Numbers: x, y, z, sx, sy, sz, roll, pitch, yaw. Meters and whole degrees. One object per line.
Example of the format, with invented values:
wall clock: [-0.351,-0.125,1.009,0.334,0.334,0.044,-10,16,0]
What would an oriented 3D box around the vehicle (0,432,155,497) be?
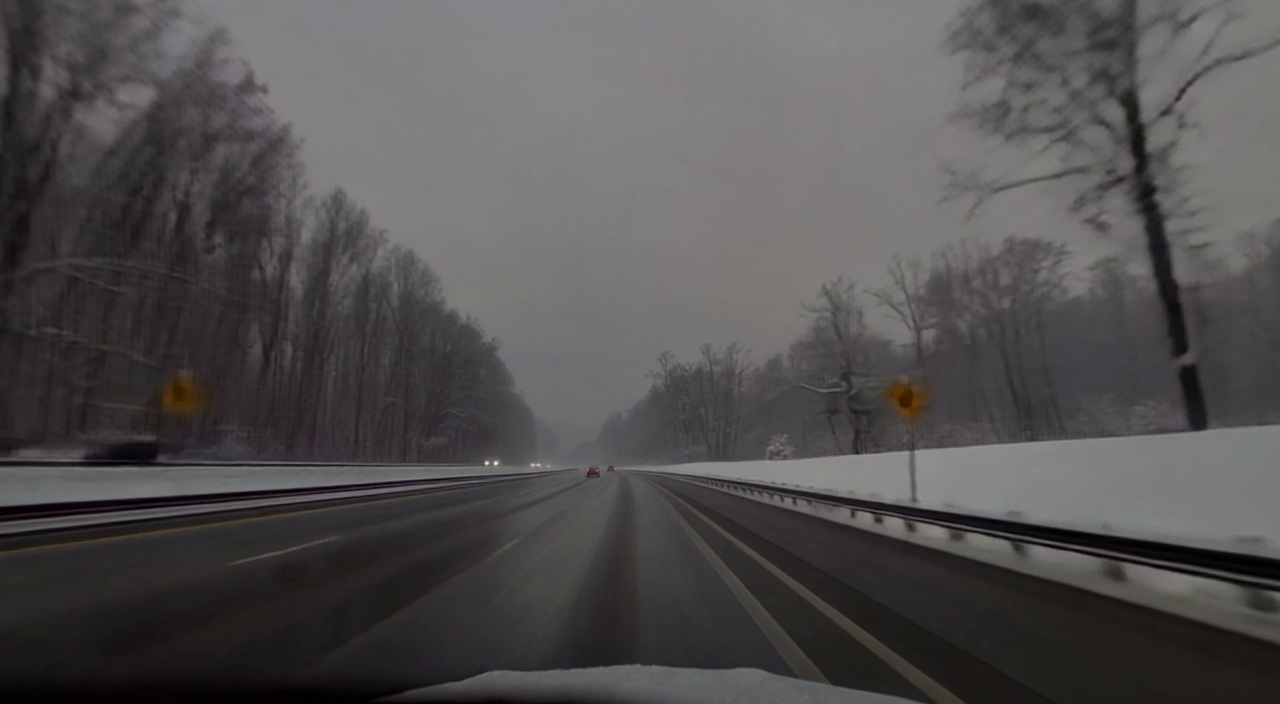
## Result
vehicle: [-16.527,3.219,18.068,1.970,1.612,3.987,1,-10,0]
